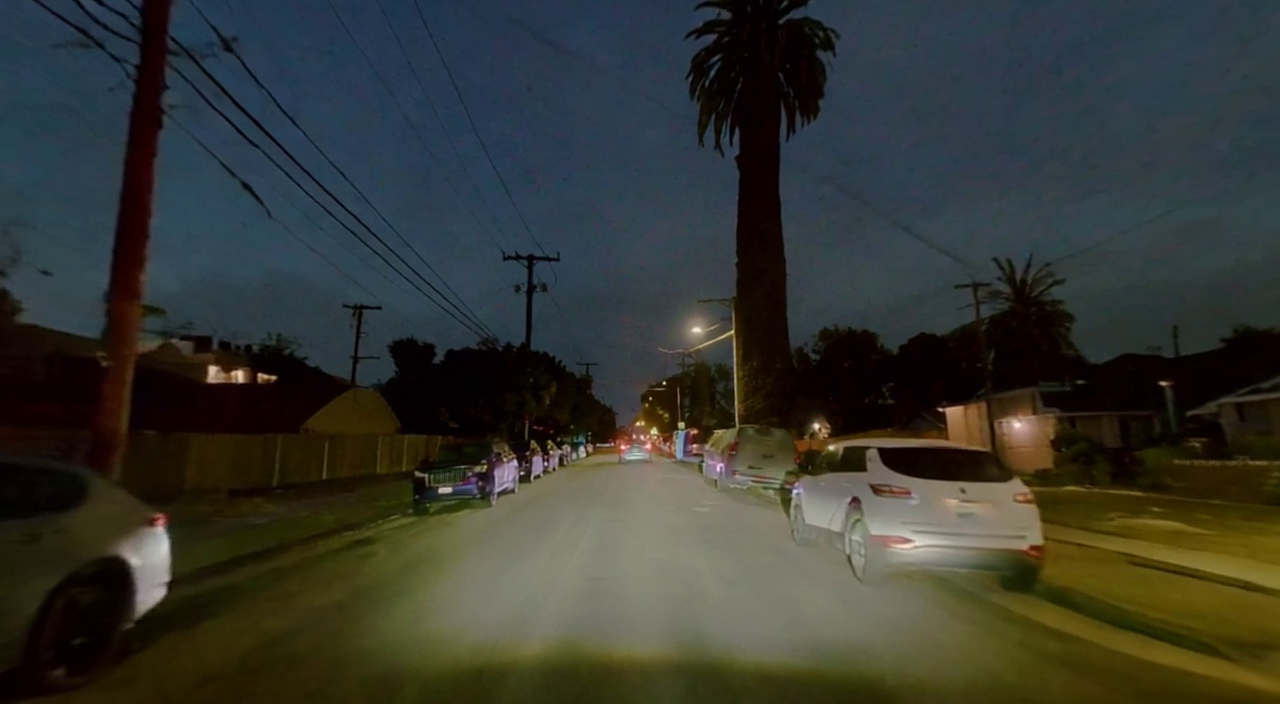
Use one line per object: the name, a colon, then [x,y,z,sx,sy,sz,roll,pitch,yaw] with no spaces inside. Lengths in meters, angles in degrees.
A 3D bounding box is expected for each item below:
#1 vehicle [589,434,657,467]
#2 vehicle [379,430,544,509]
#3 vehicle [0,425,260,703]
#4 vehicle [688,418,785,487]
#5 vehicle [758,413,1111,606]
vehicle: [-0.960,4.886,31.490,2.081,1.483,4.599,3,-9,-19]
vehicle: [-3.935,2.716,15.168,2.130,1.543,5.386,-1,-8,3]
vehicle: [-4.135,1.097,2.789,1.769,1.551,5.040,0,-8,0]
vehicle: [2.991,3.292,20.991,2.292,1.981,5.277,0,-8,-1]
vehicle: [2.935,1.681,7.749,2.060,1.614,4.652,0,-8,0]
